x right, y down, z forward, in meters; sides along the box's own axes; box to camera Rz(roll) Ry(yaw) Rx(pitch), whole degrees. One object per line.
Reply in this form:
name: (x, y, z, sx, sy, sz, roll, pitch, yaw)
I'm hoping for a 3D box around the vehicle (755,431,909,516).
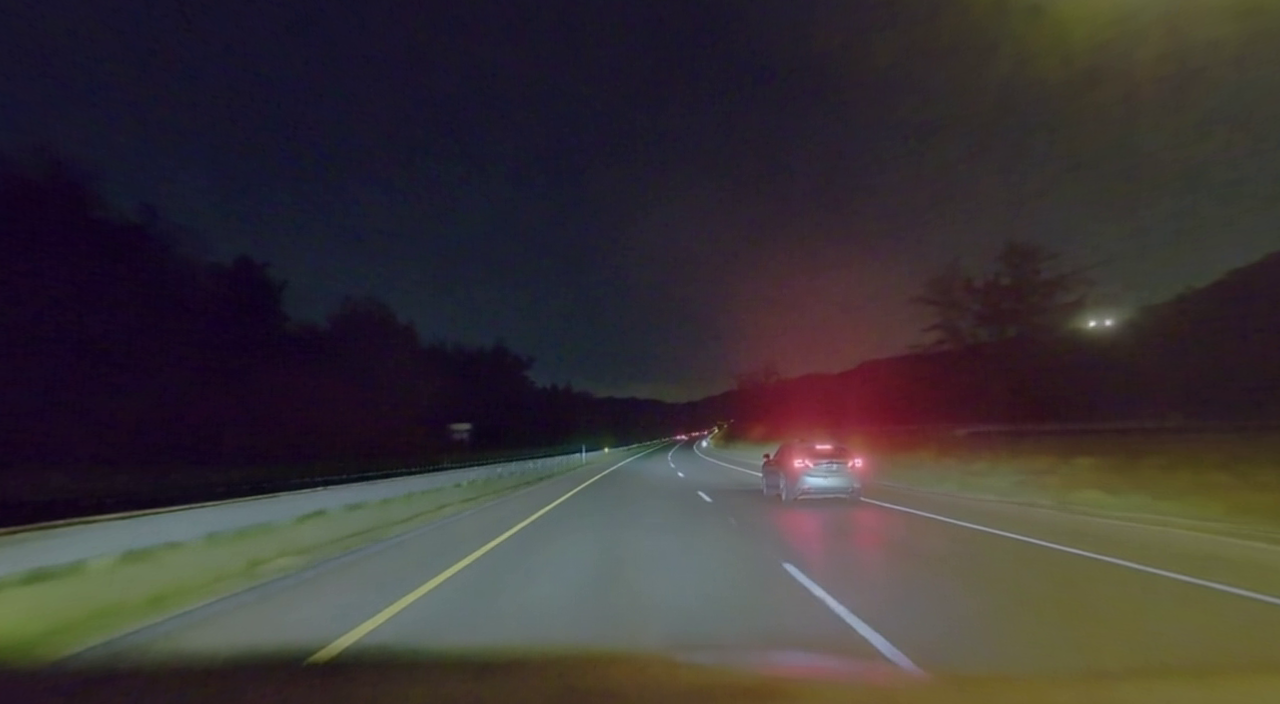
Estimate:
vehicle: (3.875, 2.530, 13.558, 1.997, 1.515, 4.025, 0, -9, 0)
